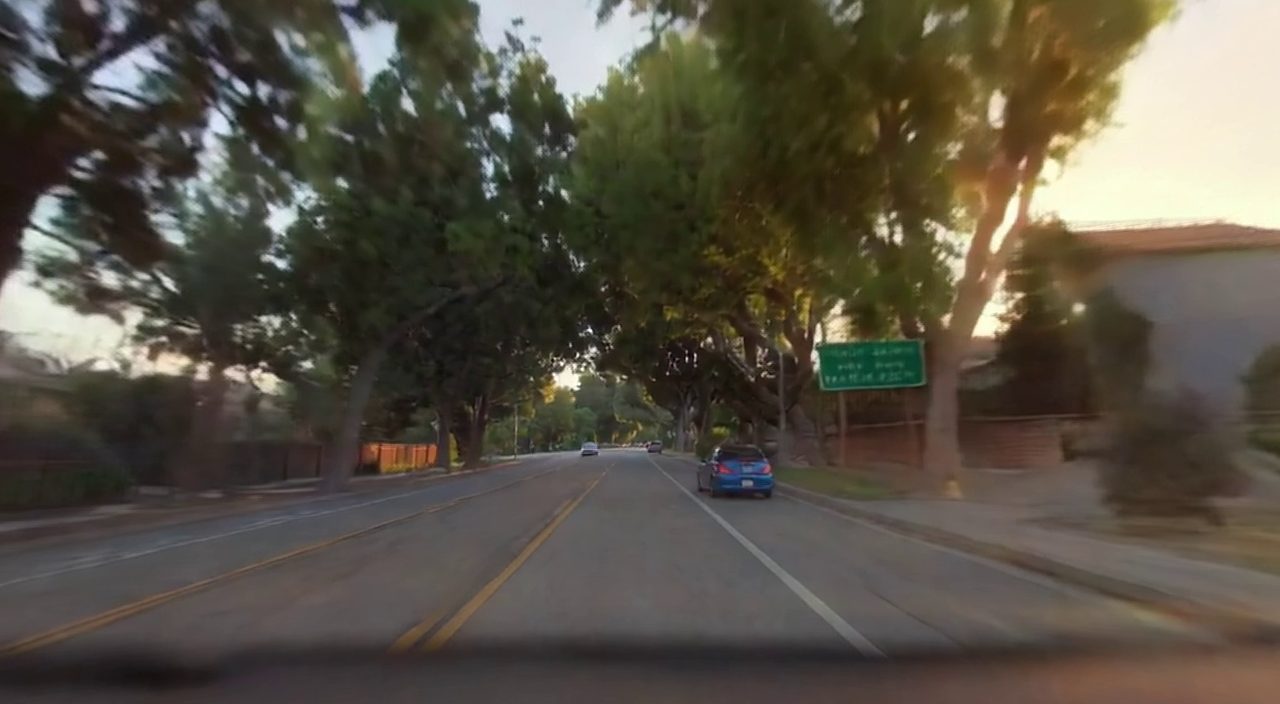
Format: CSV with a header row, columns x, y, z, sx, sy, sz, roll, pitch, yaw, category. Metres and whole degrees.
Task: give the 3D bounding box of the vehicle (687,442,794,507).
x,y,z,sx,sy,sz,roll,pitch,yaw,category
2.444,3.110,16.547,1.991,1.476,4.153,0,-9,-2,vehicle
